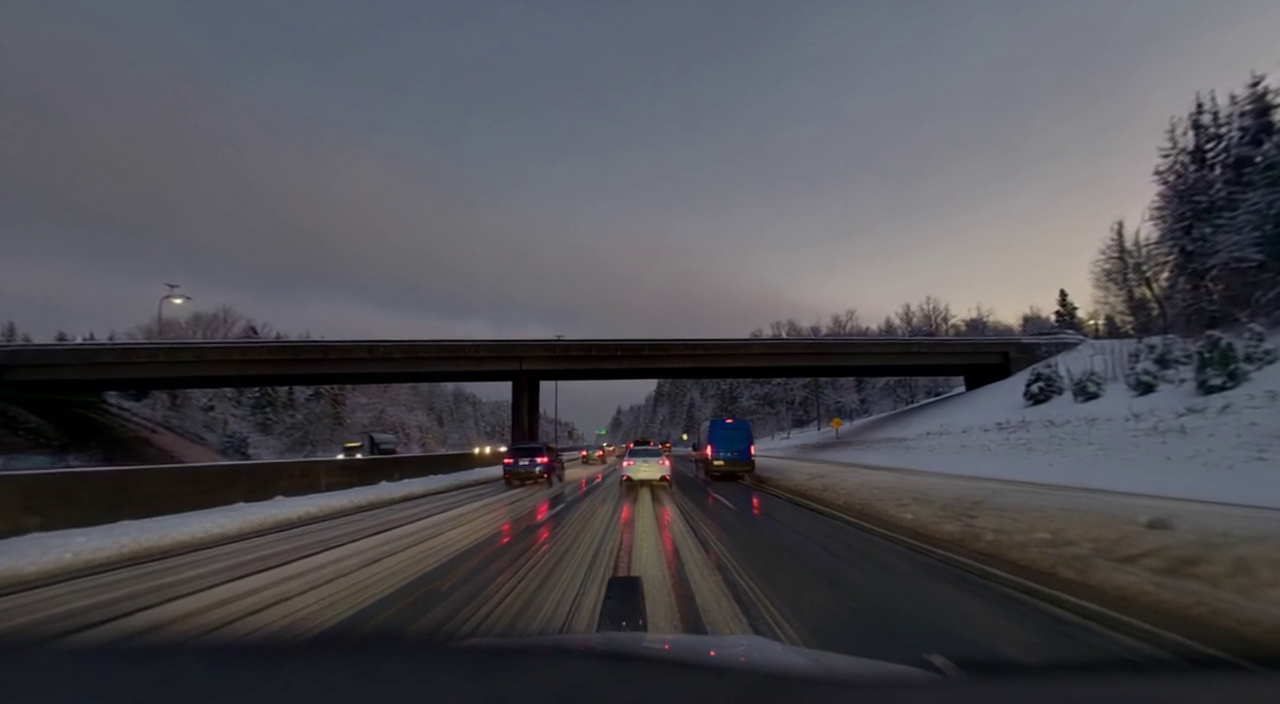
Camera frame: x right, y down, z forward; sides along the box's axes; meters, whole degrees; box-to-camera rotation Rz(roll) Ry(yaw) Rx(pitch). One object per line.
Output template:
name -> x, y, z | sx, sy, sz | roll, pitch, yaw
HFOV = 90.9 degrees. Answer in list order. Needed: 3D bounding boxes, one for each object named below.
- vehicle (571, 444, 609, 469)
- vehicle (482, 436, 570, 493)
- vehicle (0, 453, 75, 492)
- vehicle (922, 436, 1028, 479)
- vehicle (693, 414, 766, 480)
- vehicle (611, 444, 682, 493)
vehicle -> -3.504, 7.420, 45.038 | 2.258, 1.655, 4.397 | 0, -8, 1
vehicle -> -3.696, 3.734, 21.282 | 2.078, 1.706, 4.298 | -1, -8, 1
vehicle -> -26.514, 5.028, 26.460 | 1.987, 1.487, 3.758 | 0, -8, 3
vehicle -> 16.001, 5.059, 30.527 | 2.189, 1.869, 5.080 | 0, -8, -2
vehicle -> 4.068, 4.512, 30.107 | 2.436, 2.745, 6.607 | 0, -8, 0
vehicle -> 0.199, 3.869, 21.386 | 2.174, 1.467, 4.005 | 0, -8, 0
